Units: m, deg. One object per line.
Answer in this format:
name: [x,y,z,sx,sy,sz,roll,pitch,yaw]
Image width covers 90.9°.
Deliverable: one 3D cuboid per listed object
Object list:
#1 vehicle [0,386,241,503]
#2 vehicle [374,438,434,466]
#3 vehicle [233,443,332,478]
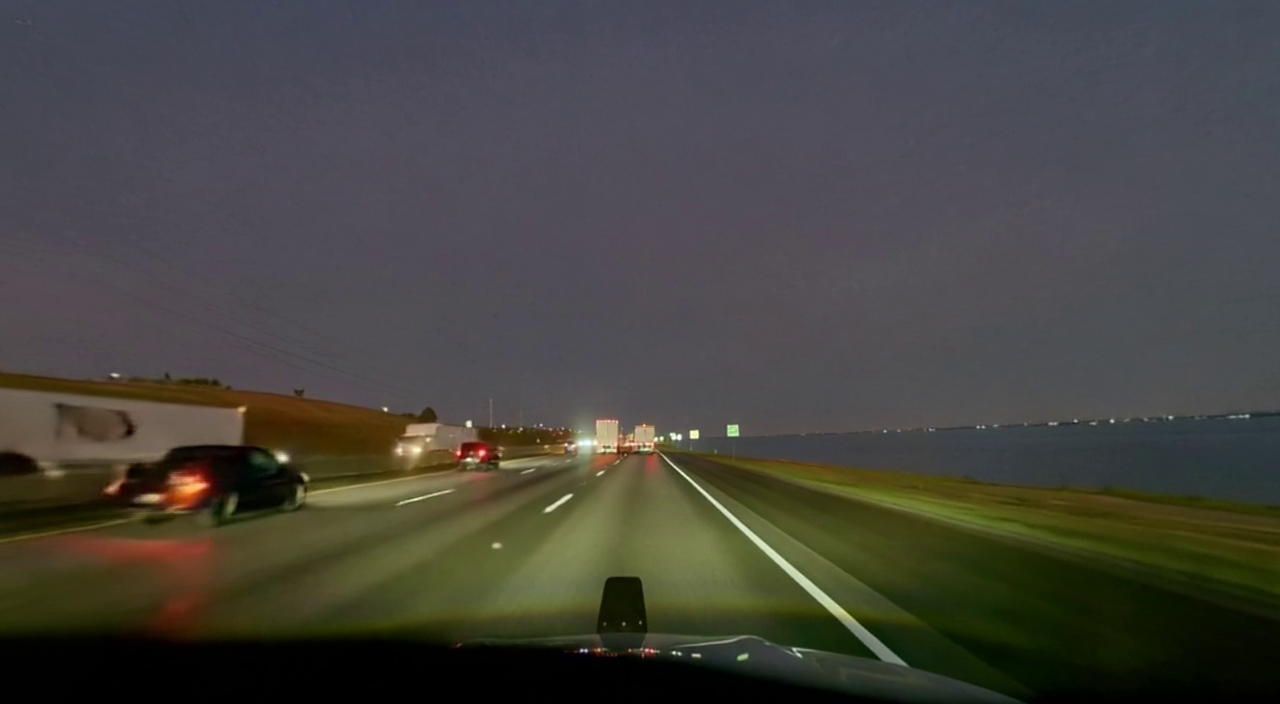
vehicle: [-24.636,4.219,28.911,3.409,4.154,14.097,0,-8,0]
vehicle: [-16.919,7.192,45.530,2.205,1.847,5.210,0,-8,1]
vehicle: [-16.911,5.130,30.161,1.936,1.528,4.637,0,-8,1]
